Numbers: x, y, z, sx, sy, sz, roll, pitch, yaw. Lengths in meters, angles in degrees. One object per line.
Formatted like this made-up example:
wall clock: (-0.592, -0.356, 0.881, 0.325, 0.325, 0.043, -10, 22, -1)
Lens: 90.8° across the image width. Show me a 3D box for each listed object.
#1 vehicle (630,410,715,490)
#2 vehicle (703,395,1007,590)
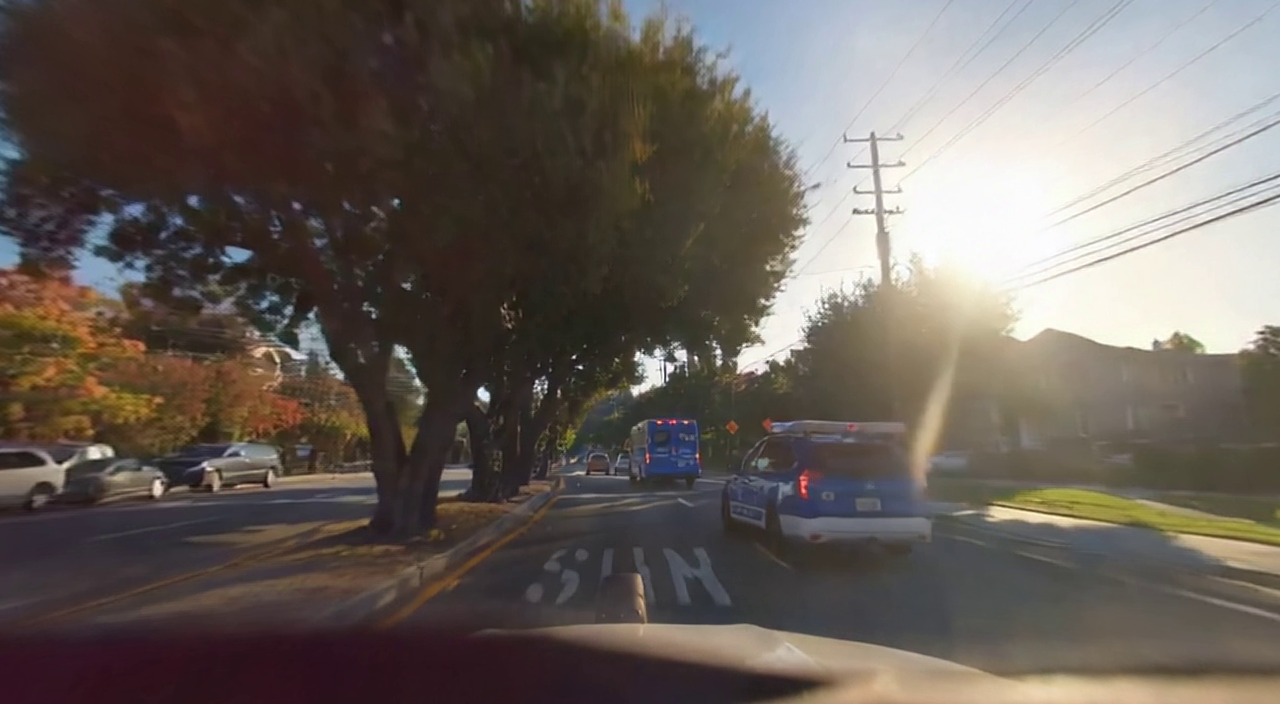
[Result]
vehicle: (1.073, 3.728, 24.332, 2.406, 2.687, 5.521, 1, -8, -6)
vehicle: (2.421, 1.740, 8.834, 2.194, 1.922, 4.822, 1, -8, -5)
